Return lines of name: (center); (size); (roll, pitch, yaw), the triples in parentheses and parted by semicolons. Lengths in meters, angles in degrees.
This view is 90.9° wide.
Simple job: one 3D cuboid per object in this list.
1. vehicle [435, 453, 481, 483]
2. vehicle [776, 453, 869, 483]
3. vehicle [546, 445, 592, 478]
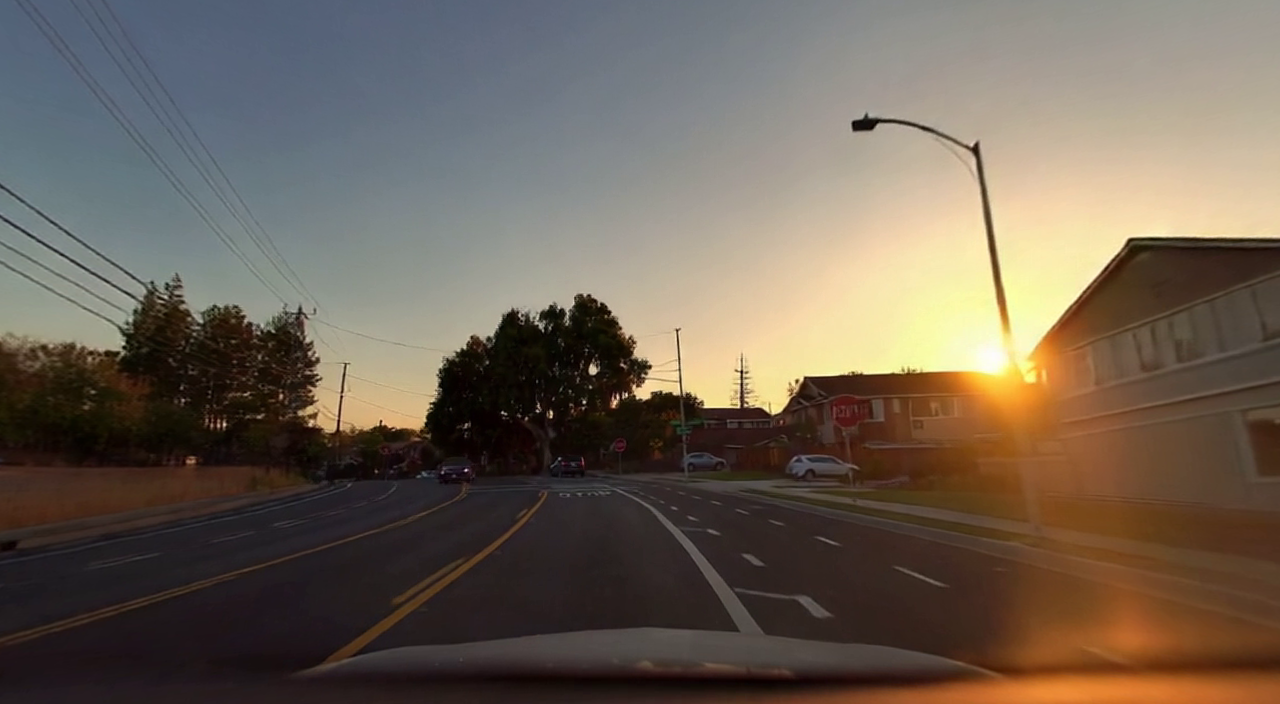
vehicle: (-10.144, 6.455, 35.465); (2.003, 1.483, 4.545); (1, -9, -10)
vehicle: (9.844, 6.238, 34.189); (4.383, 1.508, 1.884); (1, -9, -9)
vehicle: (-4.493, 6.741, 39.173); (2.284, 1.741, 4.702); (4, -8, -11)
